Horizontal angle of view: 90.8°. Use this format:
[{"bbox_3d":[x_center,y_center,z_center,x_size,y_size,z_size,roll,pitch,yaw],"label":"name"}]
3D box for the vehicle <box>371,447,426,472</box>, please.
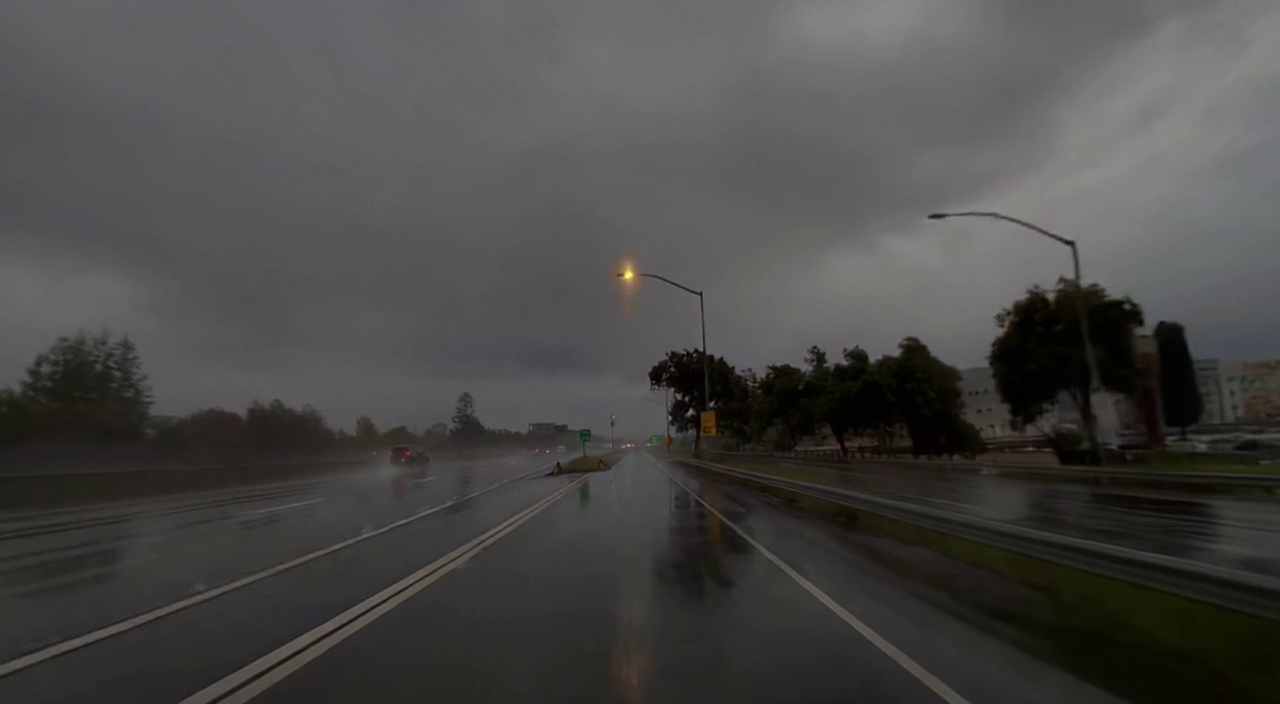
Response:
[{"bbox_3d":[-16.862,7.500,44.396,2.126,1.671,5.173,0,-9,-4],"label":"vehicle"}]
